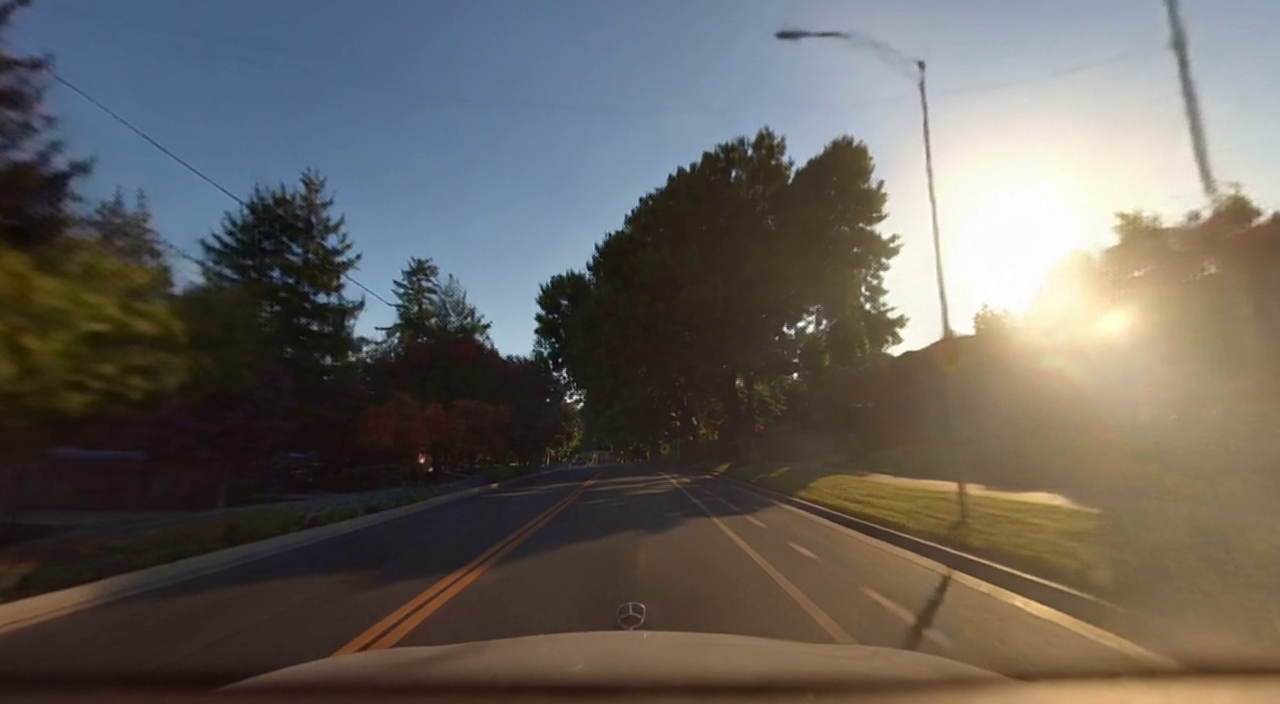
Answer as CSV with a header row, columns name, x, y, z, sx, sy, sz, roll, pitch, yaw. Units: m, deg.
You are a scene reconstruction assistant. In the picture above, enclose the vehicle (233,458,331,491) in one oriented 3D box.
name,x,y,z,sx,sy,sz,roll,pitch,yaw
vehicle,-20.761,7.101,36.645,4.459,1.772,2.011,-1,-9,7
